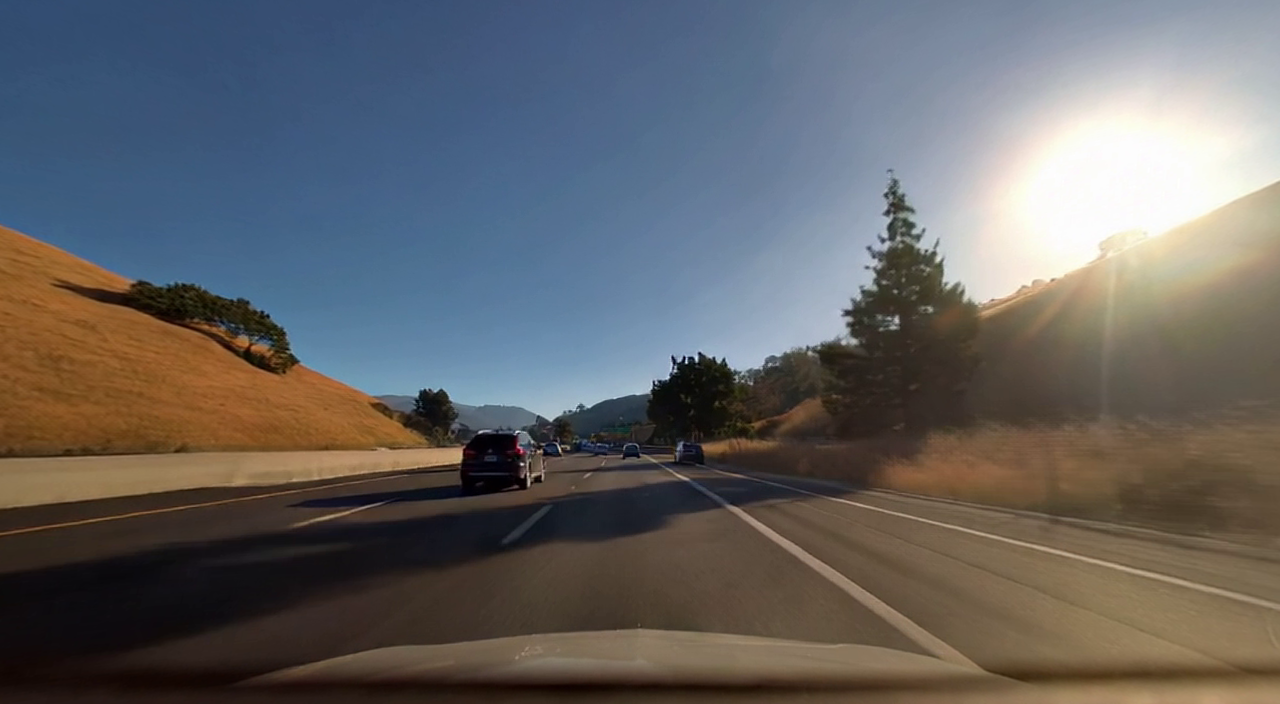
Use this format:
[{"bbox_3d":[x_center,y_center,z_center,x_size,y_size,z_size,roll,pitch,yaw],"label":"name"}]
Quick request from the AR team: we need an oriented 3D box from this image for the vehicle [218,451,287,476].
[{"bbox_3d":[-25.507,7.339,41.796,1.761,1.453,4.415,0,-8,1],"label":"vehicle"}]

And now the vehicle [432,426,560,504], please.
[{"bbox_3d":[-3.478,2.846,16.303,2.166,1.700,4.661,0,-8,0],"label":"vehicle"}]

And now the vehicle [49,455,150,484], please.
[{"bbox_3d":[-30.342,6.570,35.654,1.904,1.463,4.422,0,-8,-2],"label":"vehicle"}]

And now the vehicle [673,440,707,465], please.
[{"bbox_3d":[3.787,7.773,49.028,2.164,1.788,4.500,0,-8,-1],"label":"vehicle"}]

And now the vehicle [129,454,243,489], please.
[{"bbox_3d":[-21.771,5.712,30.602,2.019,1.496,4.681,0,-8,1],"label":"vehicle"}]
